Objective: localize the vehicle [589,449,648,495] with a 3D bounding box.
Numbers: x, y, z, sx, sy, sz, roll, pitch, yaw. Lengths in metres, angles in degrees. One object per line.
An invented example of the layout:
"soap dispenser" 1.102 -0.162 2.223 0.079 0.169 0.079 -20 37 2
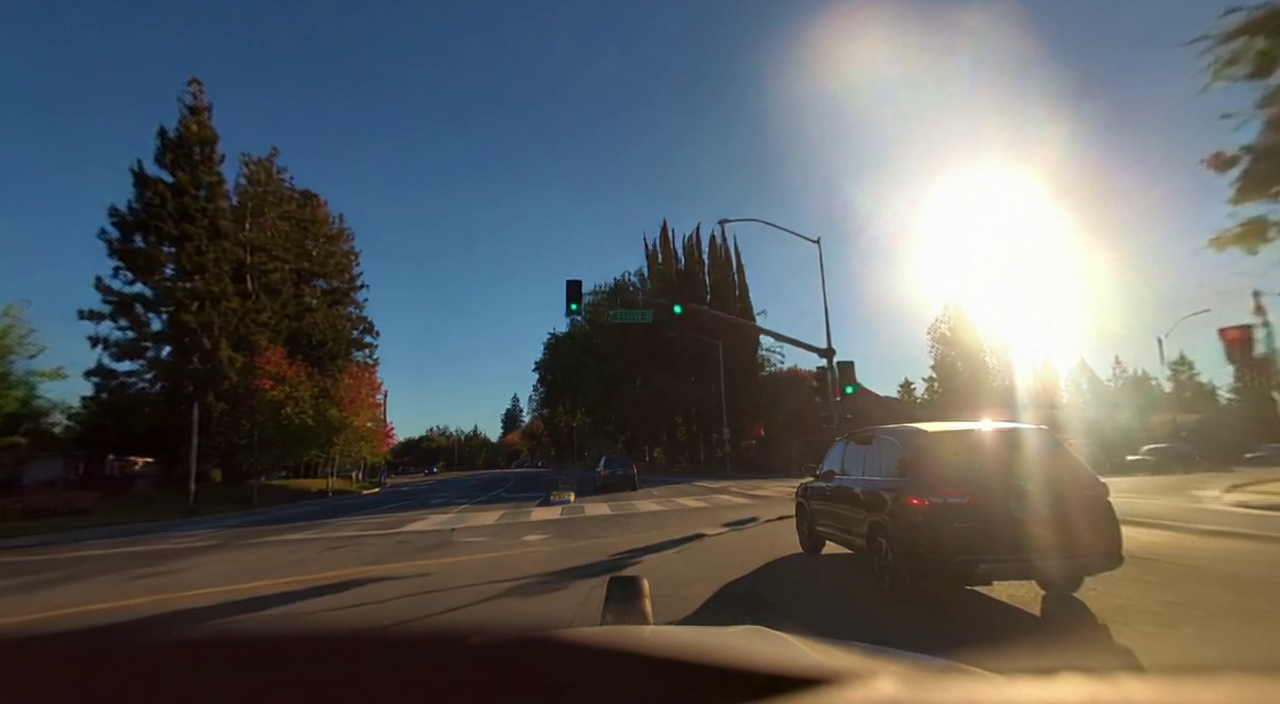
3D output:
"vehicle" -1.045 5.283 28.192 2.185 1.822 4.583 1 -9 -8

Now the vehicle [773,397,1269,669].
"vehicle" 2.892 1.490 6.326 2.024 1.686 4.588 0 -9 -1
